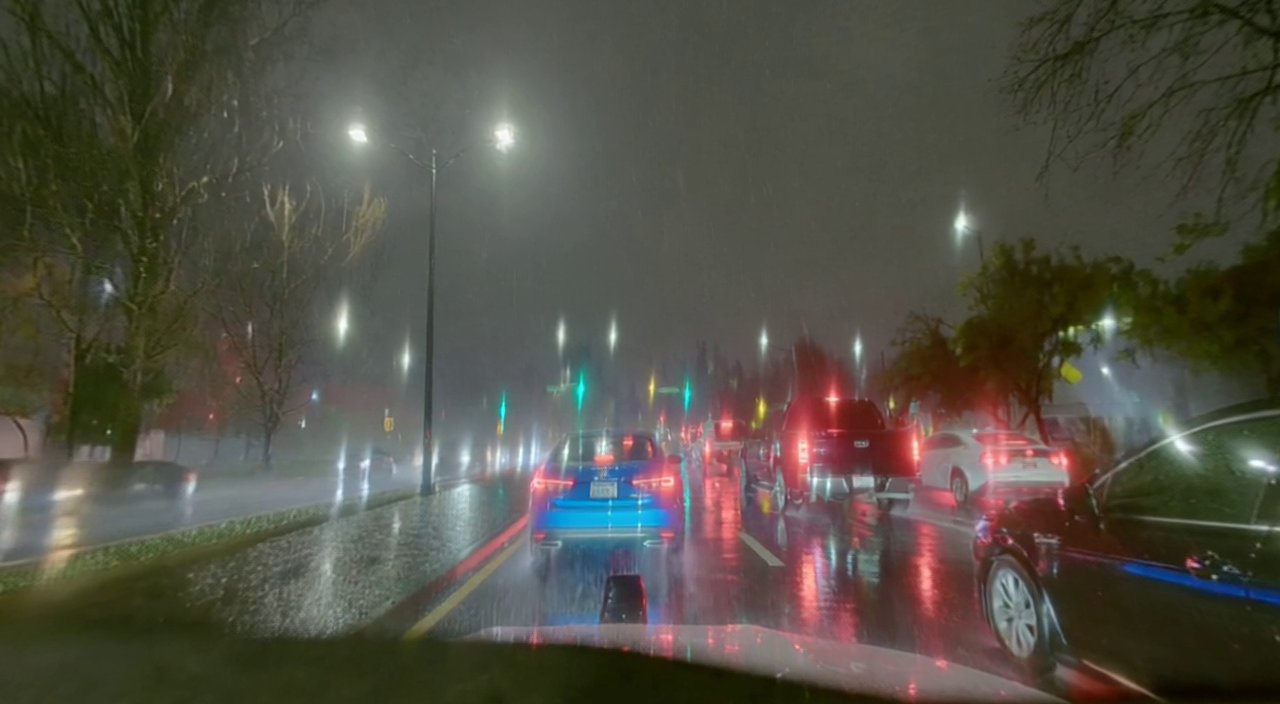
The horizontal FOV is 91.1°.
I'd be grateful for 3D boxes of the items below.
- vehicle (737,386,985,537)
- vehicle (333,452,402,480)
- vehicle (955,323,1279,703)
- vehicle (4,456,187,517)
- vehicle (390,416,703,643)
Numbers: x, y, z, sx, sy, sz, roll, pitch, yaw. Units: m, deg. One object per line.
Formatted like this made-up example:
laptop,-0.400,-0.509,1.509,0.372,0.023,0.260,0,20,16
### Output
vehicle,3.524,1.952,11.688,2.444,2.098,5.766,0,-9,-1
vehicle,-16.152,6.750,37.428,1.921,1.499,4.566,0,-9,2
vehicle,3.165,0.756,2.064,1.982,1.709,4.427,0,-9,1
vehicle,-15.831,3.892,18.599,1.792,1.527,4.002,0,-9,0
vehicle,-0.577,1.495,6.314,2.111,1.506,4.018,0,-9,2
